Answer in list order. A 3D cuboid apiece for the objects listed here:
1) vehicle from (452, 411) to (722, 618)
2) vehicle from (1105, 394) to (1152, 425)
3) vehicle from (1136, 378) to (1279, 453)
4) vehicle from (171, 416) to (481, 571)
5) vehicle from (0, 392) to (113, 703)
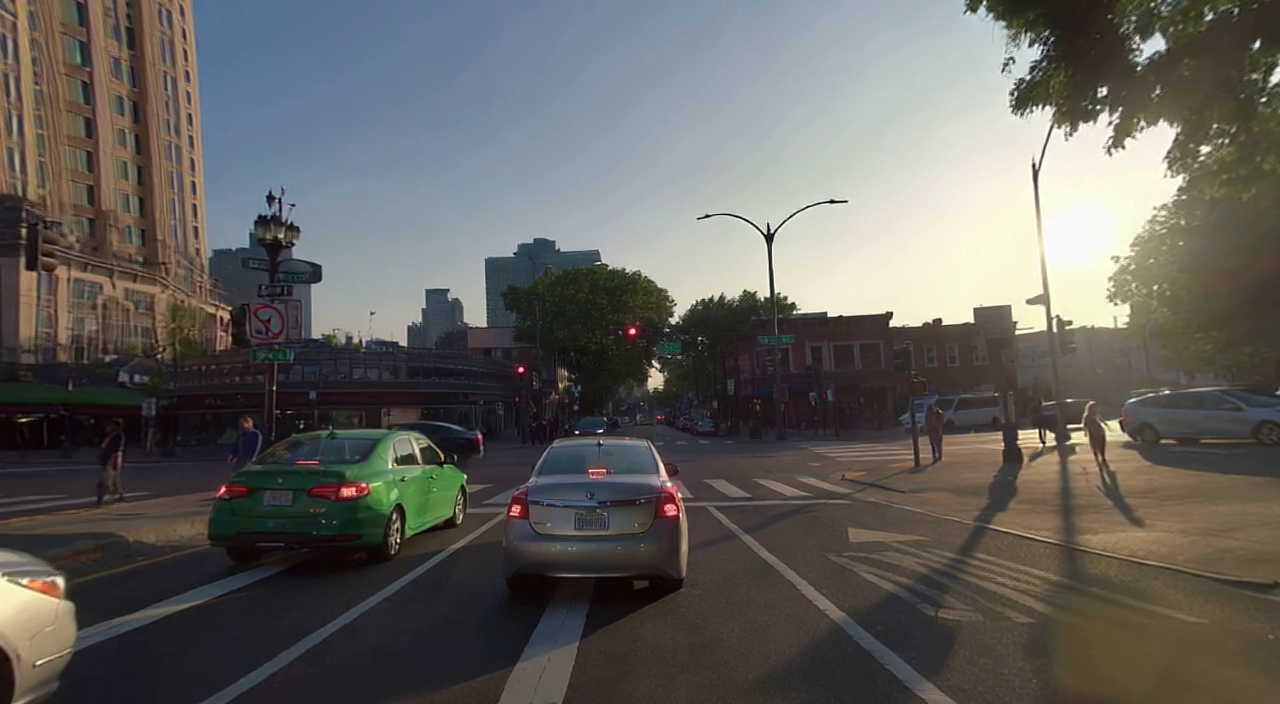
[{"bbox_3d":[-0.411,1.498,6.722,1.999,1.520,3.896,0,-8,-1],"label":"vehicle"},{"bbox_3d":[30.140,3.595,38.934,1.958,1.667,4.392,-7,-11,39],"label":"vehicle"},{"bbox_3d":[21.638,2.356,22.867,5.863,2.493,2.354,2,-9,-12],"label":"vehicle"},{"bbox_3d":[-3.685,1.732,8.508,1.934,1.522,4.287,0,-8,0],"label":"vehicle"},{"bbox_3d":[-3.910,0.704,1.180,1.995,1.524,4.438,0,-8,0],"label":"vehicle"}]
